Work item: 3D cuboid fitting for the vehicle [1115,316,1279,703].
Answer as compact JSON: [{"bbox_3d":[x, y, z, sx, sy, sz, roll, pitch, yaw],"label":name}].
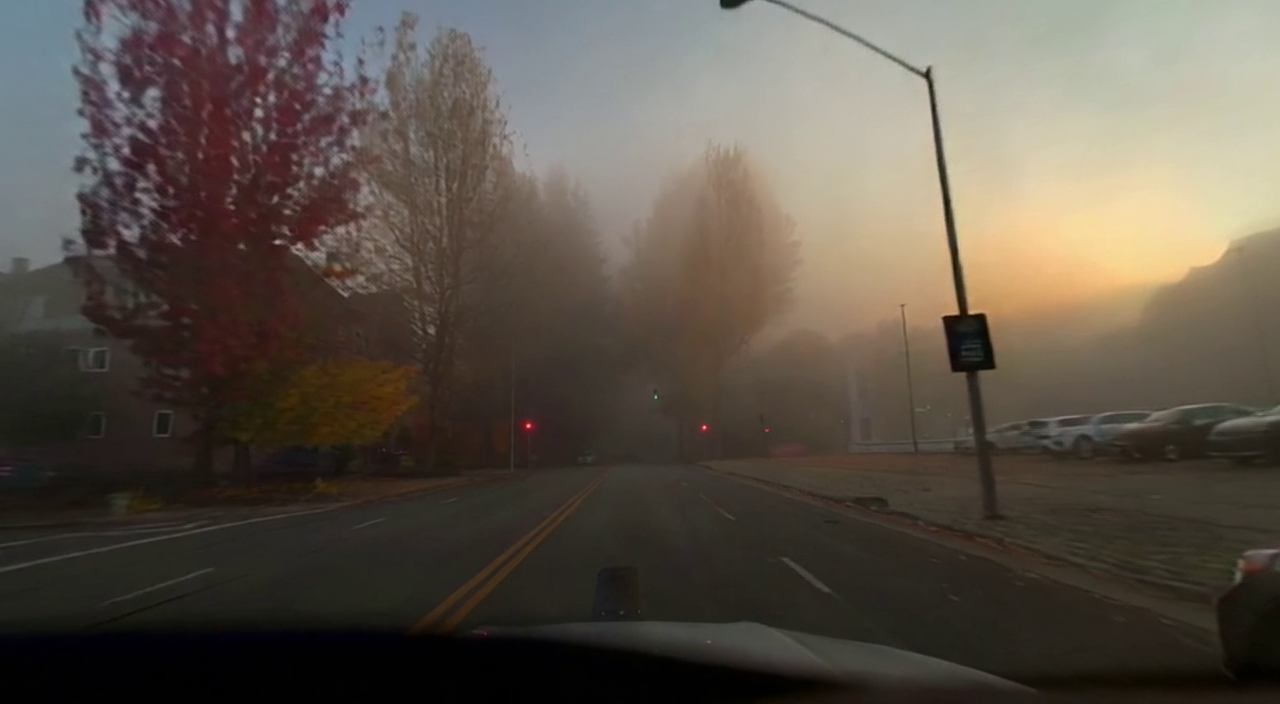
[{"bbox_3d":[3.231,0.508,0.268,2.224,1.791,4.834,0,-9,-1],"label":"vehicle"}]
